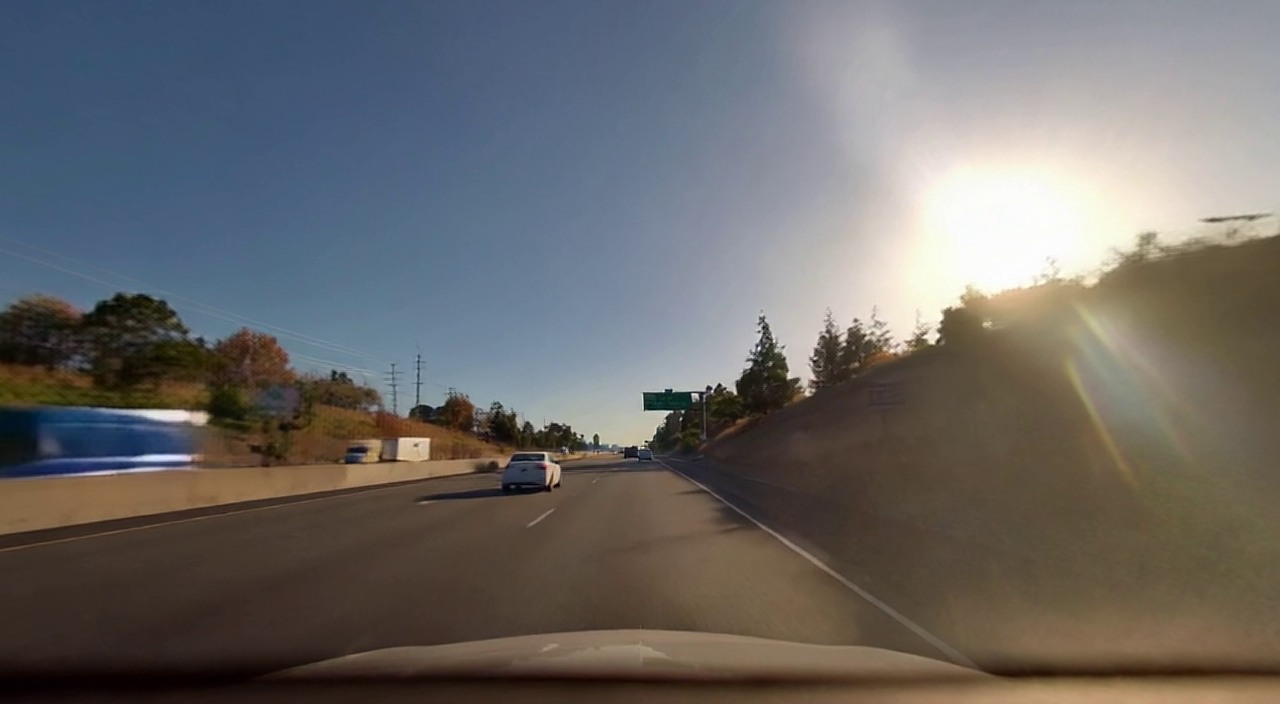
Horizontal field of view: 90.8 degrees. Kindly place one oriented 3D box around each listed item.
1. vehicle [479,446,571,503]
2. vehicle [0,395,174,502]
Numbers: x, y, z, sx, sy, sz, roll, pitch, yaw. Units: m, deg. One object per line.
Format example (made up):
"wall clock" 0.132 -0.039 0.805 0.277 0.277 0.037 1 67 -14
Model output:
"vehicle" -3.291 3.592 18.911 1.978 1.498 4.080 0 -9 0
"vehicle" -19.633 3.246 21.152 2.667 3.022 6.766 0 -9 1
